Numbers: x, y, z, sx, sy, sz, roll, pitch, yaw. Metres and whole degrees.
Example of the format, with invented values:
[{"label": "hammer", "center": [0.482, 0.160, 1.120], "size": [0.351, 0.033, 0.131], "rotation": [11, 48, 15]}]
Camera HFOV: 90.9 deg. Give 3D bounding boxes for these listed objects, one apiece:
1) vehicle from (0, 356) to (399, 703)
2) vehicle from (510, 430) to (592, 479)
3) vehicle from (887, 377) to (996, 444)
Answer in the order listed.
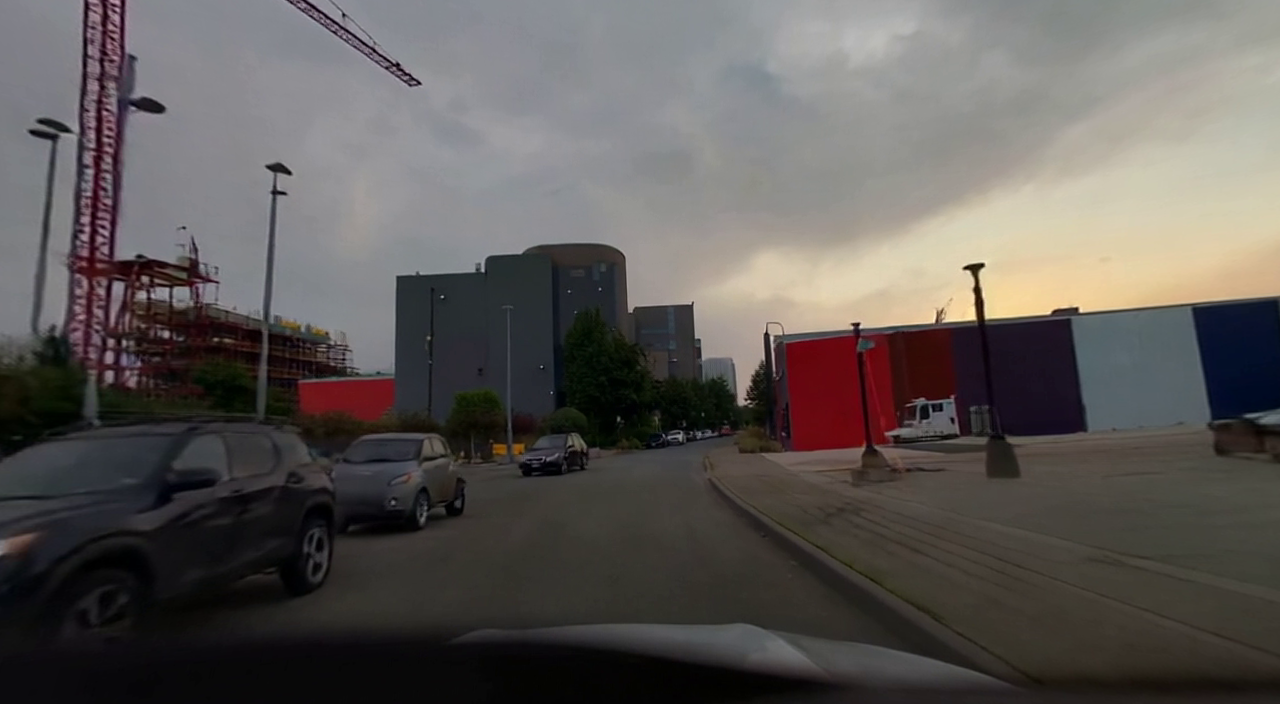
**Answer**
[{"label": "vehicle", "center": [-3.520, 1.132, 4.522], "size": [2.026, 1.699, 4.224], "rotation": [0, -8, -2]}, {"label": "vehicle", "center": [-3.213, 3.789, 23.624], "size": [1.967, 1.646, 4.192], "rotation": [-1, -8, 8]}, {"label": "vehicle", "center": [19.291, 4.014, 41.269], "size": [3.031, 3.863, 9.734], "rotation": [-1, -8, 5]}]
